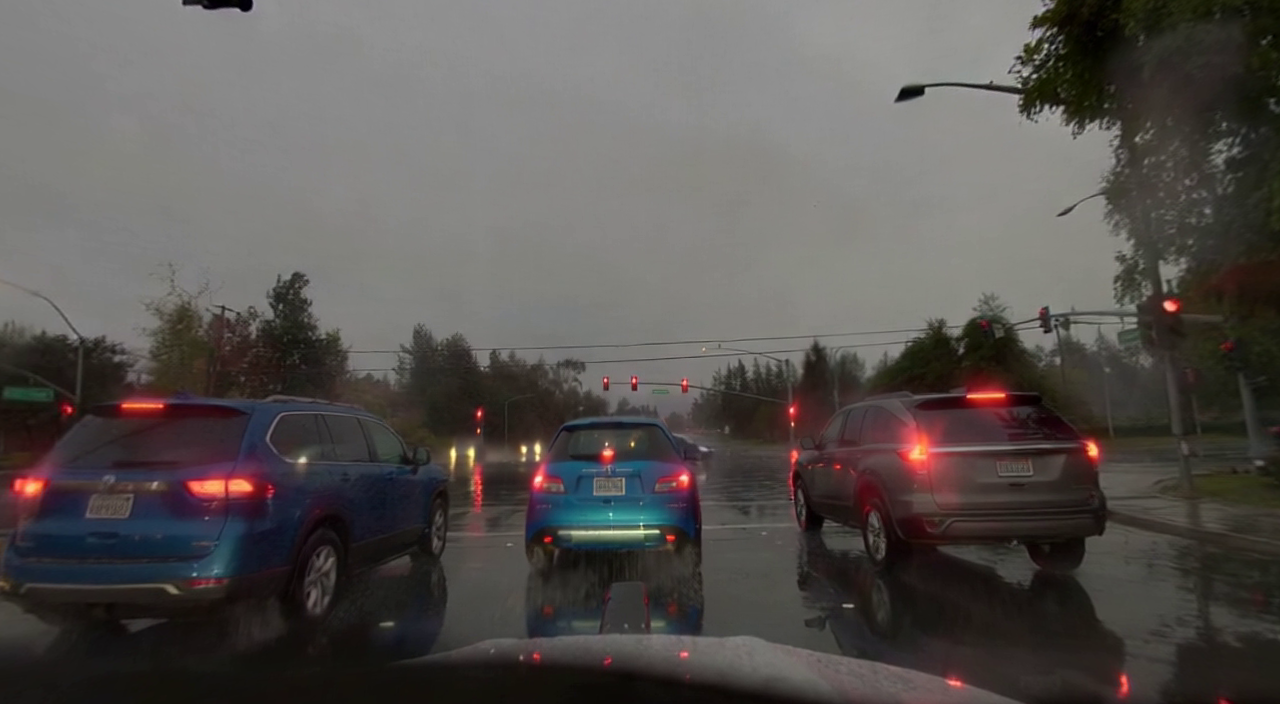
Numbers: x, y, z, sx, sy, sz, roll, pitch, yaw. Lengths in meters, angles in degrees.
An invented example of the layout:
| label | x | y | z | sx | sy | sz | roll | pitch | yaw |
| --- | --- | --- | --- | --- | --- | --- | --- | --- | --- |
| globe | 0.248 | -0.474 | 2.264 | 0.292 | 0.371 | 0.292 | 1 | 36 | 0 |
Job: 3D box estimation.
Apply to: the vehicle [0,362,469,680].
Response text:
| label | x | y | z | sx | sy | sz | roll | pitch | yaw |
| --- | --- | --- | --- | --- | --- | --- | --- | --- | --- |
| vehicle | -3.272 | 1.284 | 5.886 | 2.047 | 1.810 | 4.414 | 0 | -8 | 1 |

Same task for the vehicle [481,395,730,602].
| label | x | y | z | sx | sy | sz | roll | pitch | yaw |
| --- | --- | --- | --- | --- | --- | --- | --- | --- | --- |
| vehicle | -0.233 | 1.514 | 7.322 | 2.067 | 1.702 | 3.987 | 0 | -8 | 2 |

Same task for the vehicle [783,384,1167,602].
| label | x | y | z | sx | sy | sz | roll | pitch | yaw |
| --- | --- | --- | --- | --- | --- | --- | --- | --- | --- |
| vehicle | 3.272 | 1.487 | 7.514 | 2.083 | 1.779 | 4.532 | 0 | -8 | 0 |

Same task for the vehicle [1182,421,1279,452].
| label | x | y | z | sx | sy | sz | roll | pitch | yaw |
| --- | --- | --- | --- | --- | --- | --- | --- | --- | --- |
| vehicle | 32.866 | 4.674 | 34.807 | 4.175 | 1.634 | 1.877 | 1 | -8 | -5 |
